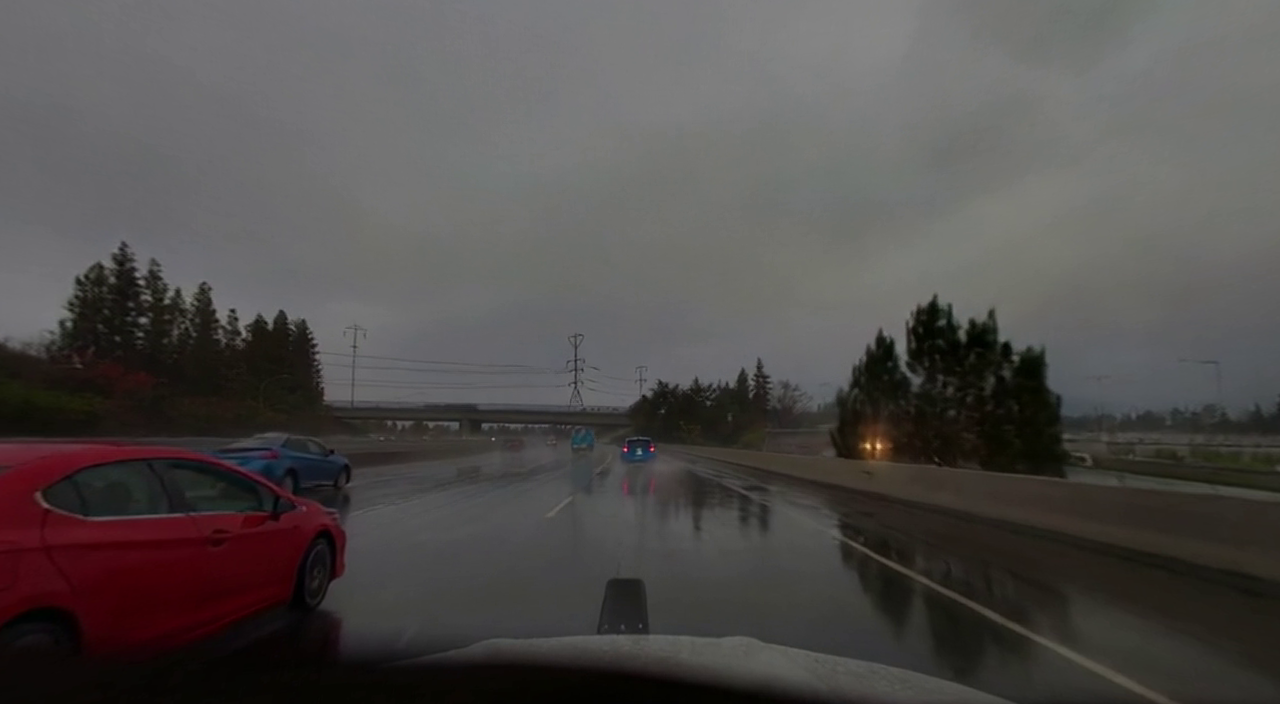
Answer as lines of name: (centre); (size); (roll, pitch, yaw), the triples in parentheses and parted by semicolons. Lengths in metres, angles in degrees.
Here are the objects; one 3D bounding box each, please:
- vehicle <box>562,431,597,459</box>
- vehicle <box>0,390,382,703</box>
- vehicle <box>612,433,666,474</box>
vehicle: (-4.031, 6.237, 42.135); (2.174, 1.806, 3.932); (0, -8, -3)
vehicle: (-3.623, 1.113, 3.904); (2.035, 1.514, 4.600); (0, -8, 1)
vehicle: (-0.106, 3.927, 24.548); (1.954, 1.460, 3.983); (0, -8, -2)
